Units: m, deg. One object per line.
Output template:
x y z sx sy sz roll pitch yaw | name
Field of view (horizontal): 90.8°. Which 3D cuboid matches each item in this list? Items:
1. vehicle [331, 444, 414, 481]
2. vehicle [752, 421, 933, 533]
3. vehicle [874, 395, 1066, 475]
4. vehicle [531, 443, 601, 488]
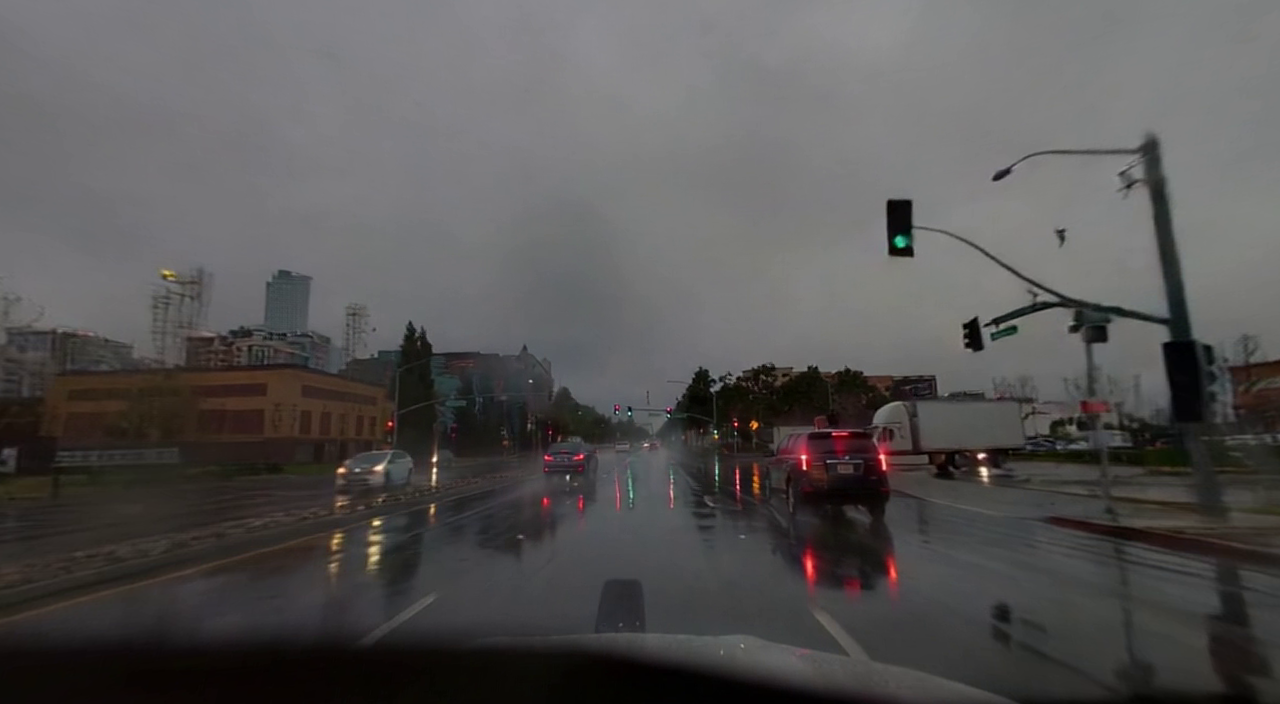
-14.398 5.966 34.390 2.227 1.768 5.034 -2 -9 1 | vehicle
3.527 2.270 11.995 1.982 1.711 4.276 0 -9 0 | vehicle
14.891 3.810 28.911 7.195 3.468 2.597 0 -9 -2 | vehicle
-2.636 4.153 23.451 2.034 1.498 3.995 0 -9 1 | vehicle
